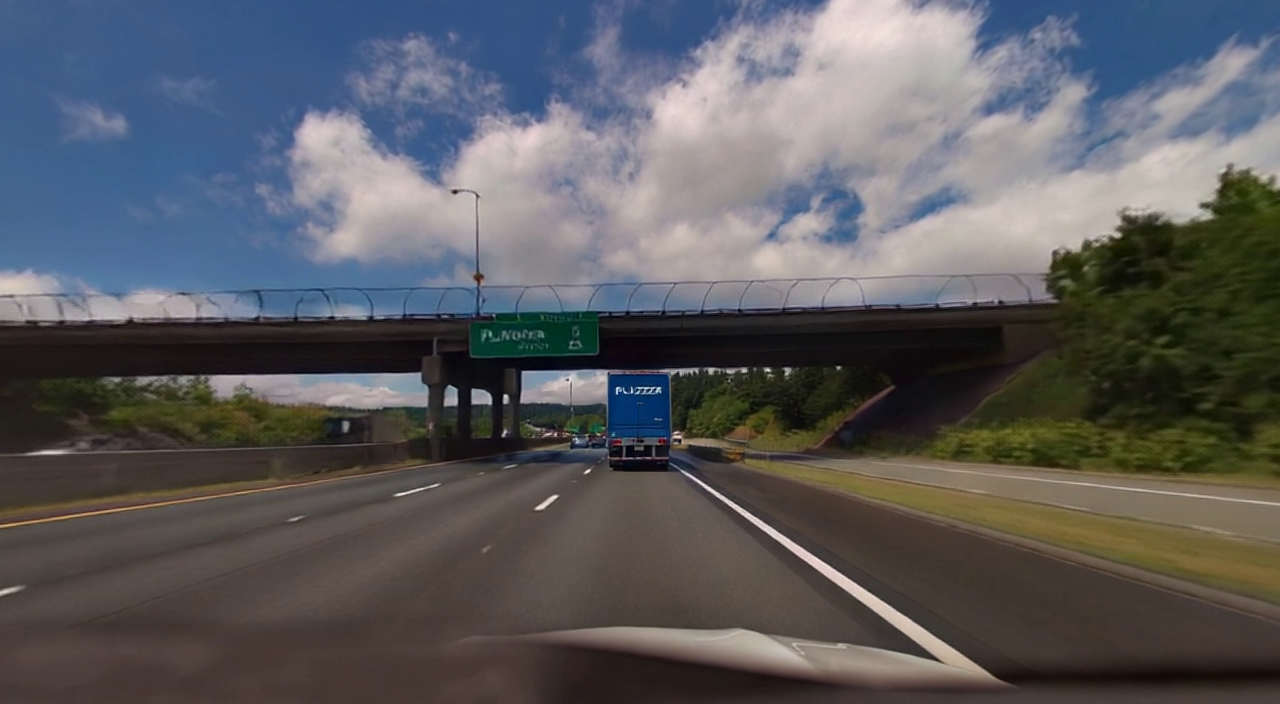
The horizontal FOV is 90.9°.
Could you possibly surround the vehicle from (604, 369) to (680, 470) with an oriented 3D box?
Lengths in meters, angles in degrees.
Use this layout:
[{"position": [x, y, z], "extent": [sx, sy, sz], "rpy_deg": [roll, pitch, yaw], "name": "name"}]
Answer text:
[{"position": [-0.046, 3.422, 30.597], "extent": [2.926, 3.959, 11.818], "rpy_deg": [0, -8, -1], "name": "vehicle"}]
